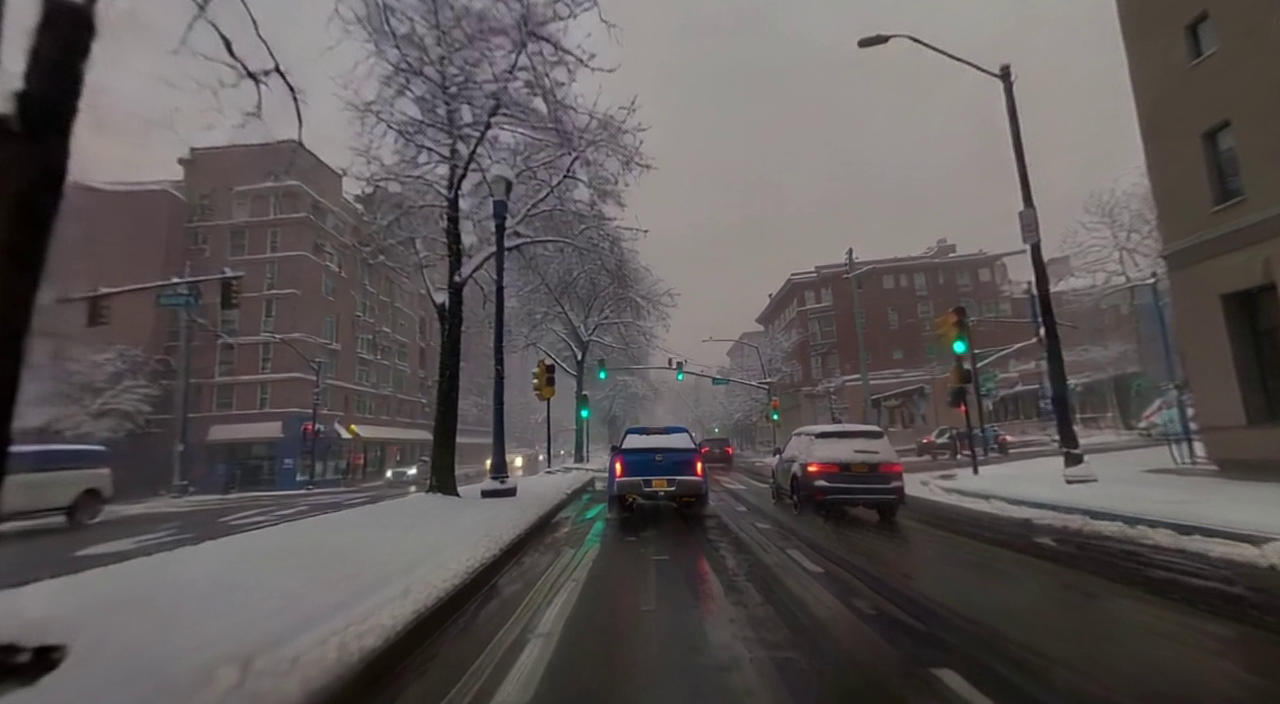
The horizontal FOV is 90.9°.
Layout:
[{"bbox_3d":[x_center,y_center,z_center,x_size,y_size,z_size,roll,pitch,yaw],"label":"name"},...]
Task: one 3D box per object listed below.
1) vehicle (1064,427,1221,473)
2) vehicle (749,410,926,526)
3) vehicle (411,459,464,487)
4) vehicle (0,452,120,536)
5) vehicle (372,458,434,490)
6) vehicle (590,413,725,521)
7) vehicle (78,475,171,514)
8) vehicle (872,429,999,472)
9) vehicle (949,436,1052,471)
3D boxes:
[{"bbox_3d":[18.997,3.735,24.004,4.248,1.642,1.961,0,-9,0],"label":"vehicle"},{"bbox_3d":[3.364,2.071,11.685,1.939,1.746,4.091,0,-9,0],"label":"vehicle"},{"bbox_3d":[-13.263,7.961,41.627,2.035,1.619,4.327,0,-9,1],"label":"vehicle"},{"bbox_3d":[-17.624,3.744,16.661,2.267,2.097,6.350,0,-9,1],"label":"vehicle"},{"bbox_3d":[-17.090,8.806,45.846,2.185,1.998,5.820,0,-9,0],"label":"vehicle"},{"bbox_3d":[0.304,2.190,12.439,2.209,1.748,4.130,0,-9,1],"label":"vehicle"},{"bbox_3d":[-27.520,7.600,33.725,3.416,1.466,1.840,-6,-6,-1],"label":"vehicle"},{"bbox_3d":[14.355,4.829,30.952,5.156,2.005,2.122,-1,-9,7],"label":"vehicle"},{"bbox_3d":[18.987,5.350,33.369,4.279,1.772,1.851,0,-9,0],"label":"vehicle"}]
